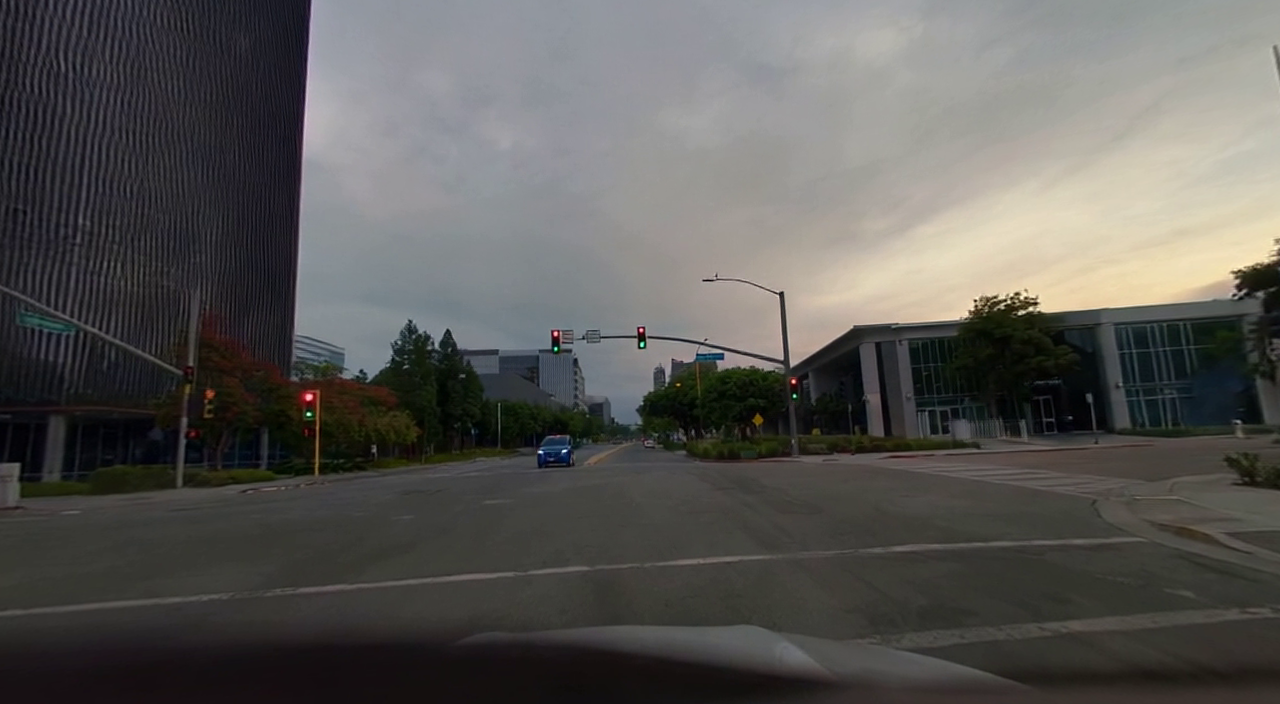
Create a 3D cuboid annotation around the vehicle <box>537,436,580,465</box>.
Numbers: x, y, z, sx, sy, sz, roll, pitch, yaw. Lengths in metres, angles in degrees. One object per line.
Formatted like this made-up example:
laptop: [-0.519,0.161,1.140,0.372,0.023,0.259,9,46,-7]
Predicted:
vehicle: [-4.887,5.963,38.380,1.988,1.666,4.074,0,-9,0]
